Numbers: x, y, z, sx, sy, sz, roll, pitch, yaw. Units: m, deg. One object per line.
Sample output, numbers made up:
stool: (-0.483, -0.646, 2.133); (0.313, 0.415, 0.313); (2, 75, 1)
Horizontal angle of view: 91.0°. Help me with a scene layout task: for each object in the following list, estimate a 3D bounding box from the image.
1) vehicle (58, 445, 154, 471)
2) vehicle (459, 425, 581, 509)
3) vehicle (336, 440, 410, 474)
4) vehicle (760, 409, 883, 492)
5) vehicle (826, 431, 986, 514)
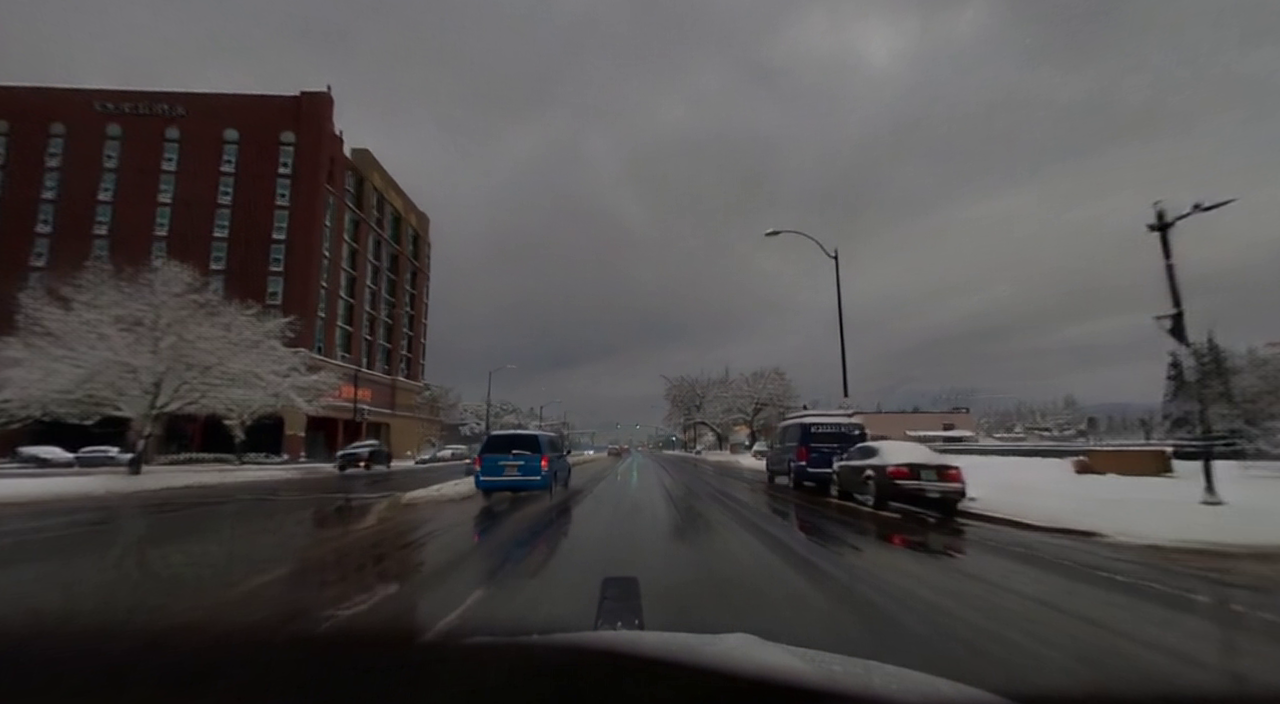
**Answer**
vehicle: (-33.583, 6.647, 39.814); (1.794, 1.478, 4.992); (0, -8, -2)
vehicle: (-2.652, 2.666, 14.942); (2.080, 1.722, 3.766); (0, -8, 1)
vehicle: (-14.488, 5.731, 34.461); (1.993, 1.710, 4.520); (0, -8, 1)
vehicle: (6.255, 3.523, 22.757); (2.642, 2.582, 6.157); (0, -8, 1)
vehicle: (6.426, 2.942, 15.964); (1.942, 1.753, 4.912); (0, -8, 1)
